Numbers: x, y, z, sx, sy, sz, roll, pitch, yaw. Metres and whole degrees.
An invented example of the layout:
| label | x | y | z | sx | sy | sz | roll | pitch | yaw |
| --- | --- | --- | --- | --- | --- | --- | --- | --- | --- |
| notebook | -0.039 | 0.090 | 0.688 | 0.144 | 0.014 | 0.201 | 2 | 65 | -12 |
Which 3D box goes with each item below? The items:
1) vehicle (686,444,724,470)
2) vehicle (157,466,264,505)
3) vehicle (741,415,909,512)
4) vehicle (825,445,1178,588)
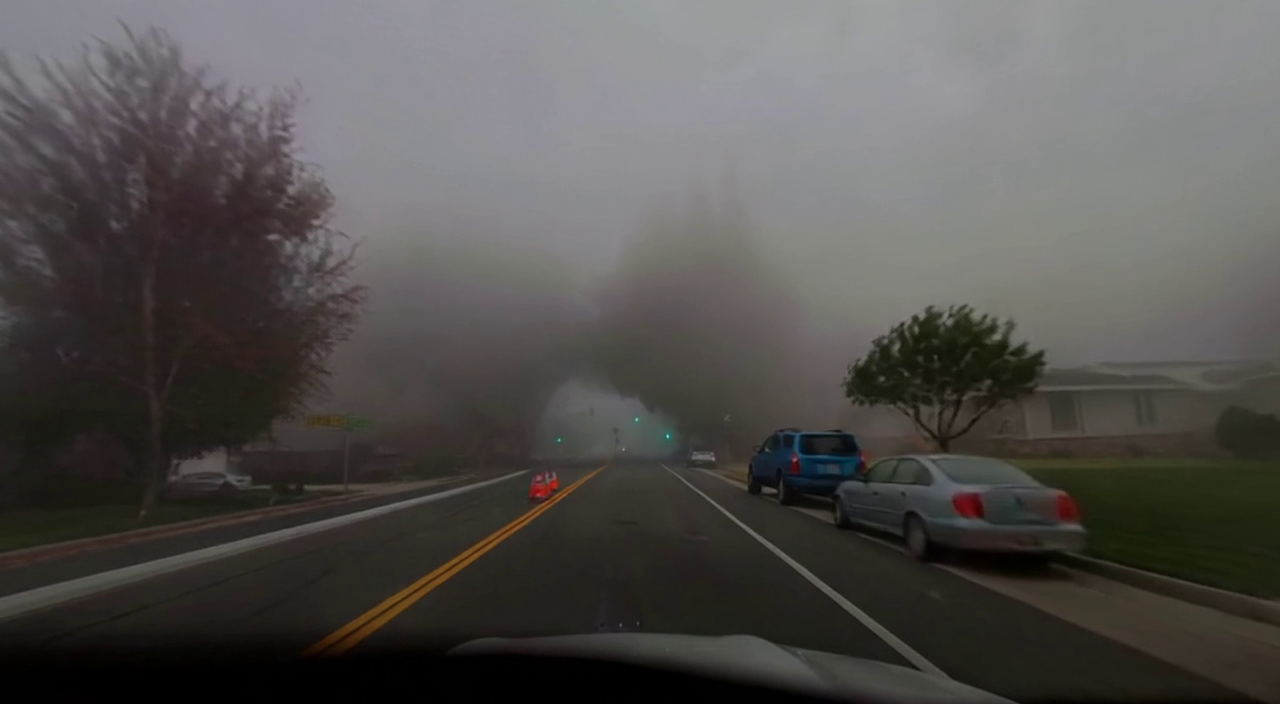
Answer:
| label | x | y | z | sx | sy | sz | roll | pitch | yaw |
| --- | --- | --- | --- | --- | --- | --- | --- | --- | --- |
| vehicle | 3.909 | 6.396 | 38.600 | 1.870 | 1.441 | 4.539 | -1 | -9 | 1 |
| vehicle | -20.229 | 6.270 | 30.078 | 2.015 | 1.444 | 4.958 | -1 | -9 | -5 |
| vehicle | 4.116 | 2.600 | 15.169 | 2.255 | 1.914 | 4.967 | 0 | -9 | -3 |
| vehicle | 4.146 | 1.922 | 8.391 | 1.928 | 1.333 | 4.586 | 0 | -9 | -1 |
